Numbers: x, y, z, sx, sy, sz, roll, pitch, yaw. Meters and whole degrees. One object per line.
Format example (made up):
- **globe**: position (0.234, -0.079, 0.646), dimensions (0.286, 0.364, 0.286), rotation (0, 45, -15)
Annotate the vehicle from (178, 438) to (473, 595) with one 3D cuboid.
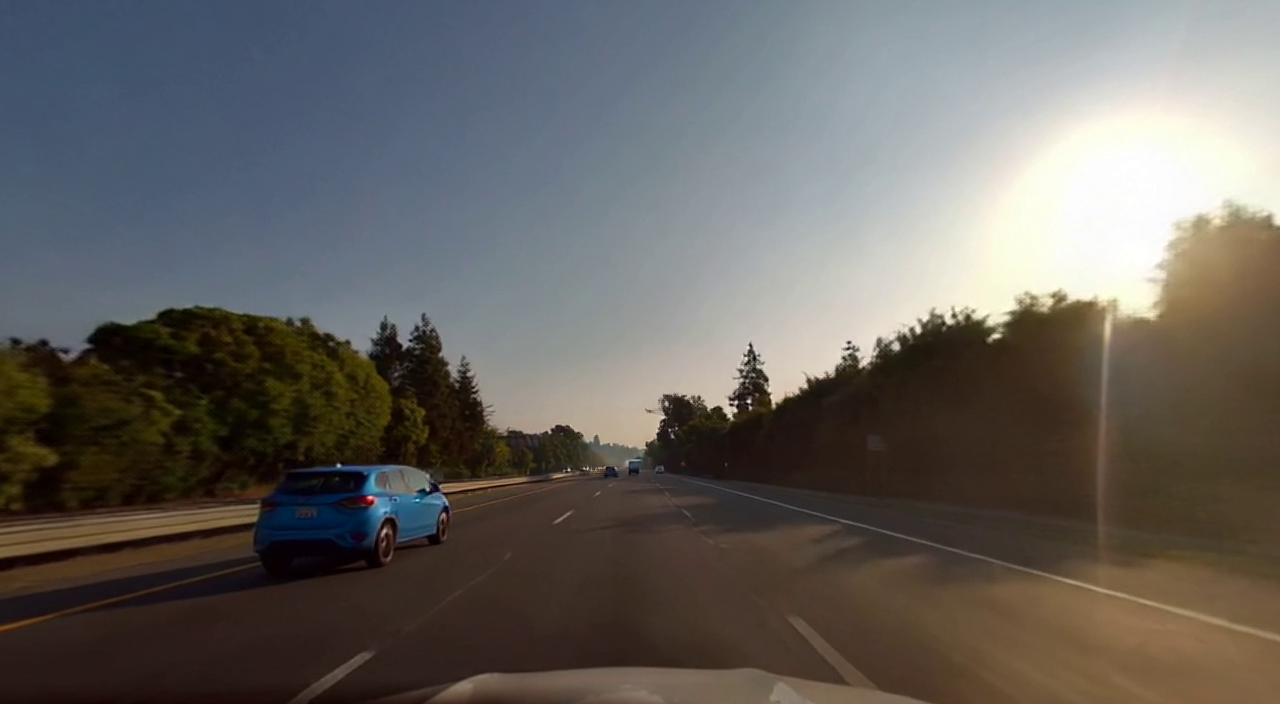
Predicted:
- **vehicle**: position (-3.721, 2.033, 8.442), dimensions (1.797, 1.532, 4.072), rotation (1, -10, 0)
